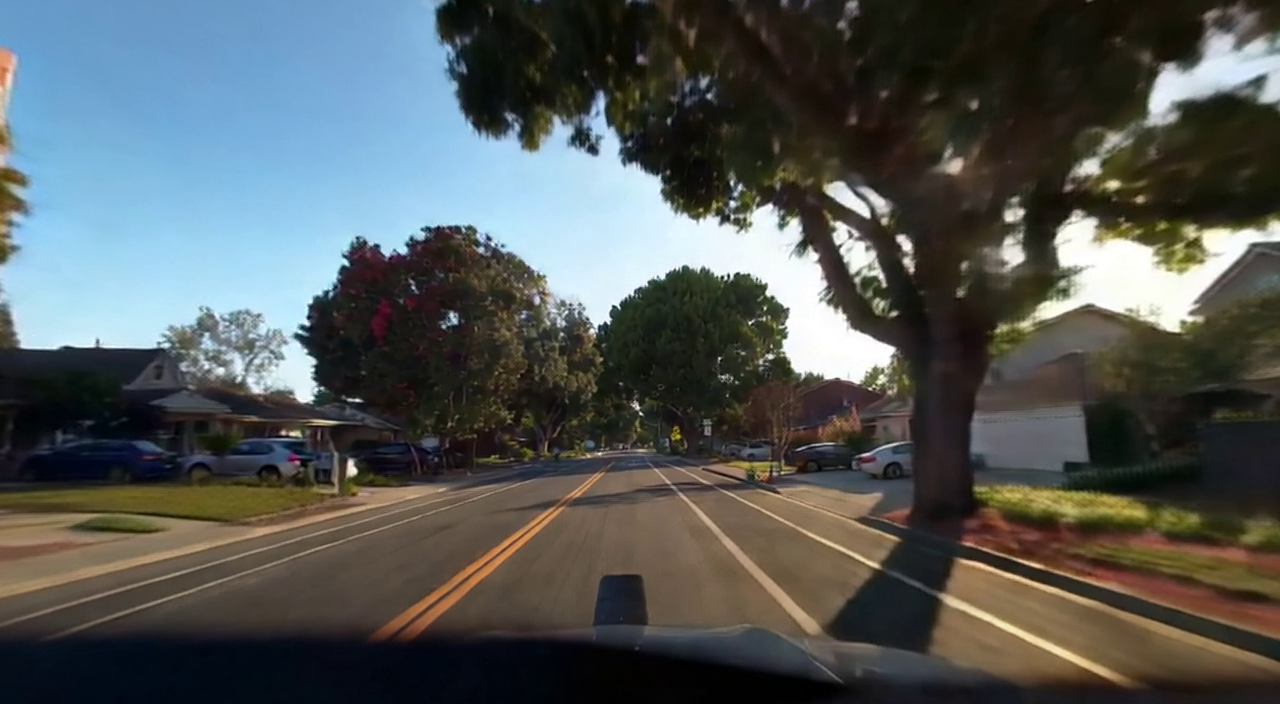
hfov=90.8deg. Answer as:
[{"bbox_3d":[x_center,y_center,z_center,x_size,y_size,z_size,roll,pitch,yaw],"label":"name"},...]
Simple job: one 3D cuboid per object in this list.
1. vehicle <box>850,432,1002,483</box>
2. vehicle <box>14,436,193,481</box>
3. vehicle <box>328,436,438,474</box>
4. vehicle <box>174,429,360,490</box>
[{"bbox_3d":[10.705,3.986,23.921,4.751,1.518,1.885,-4,-9,-1],"label":"vehicle"},{"bbox_3d":[-19.045,3.811,22.646,4.351,1.488,2.114,1,-9,-4],"label":"vehicle"},{"bbox_3d":[-12.822,5.163,31.751,4.549,1.802,2.081,0,-9,1],"label":"vehicle"},{"bbox_3d":[-12.440,3.600,21.313,5.009,1.880,1.961,-1,-8,1],"label":"vehicle"}]
